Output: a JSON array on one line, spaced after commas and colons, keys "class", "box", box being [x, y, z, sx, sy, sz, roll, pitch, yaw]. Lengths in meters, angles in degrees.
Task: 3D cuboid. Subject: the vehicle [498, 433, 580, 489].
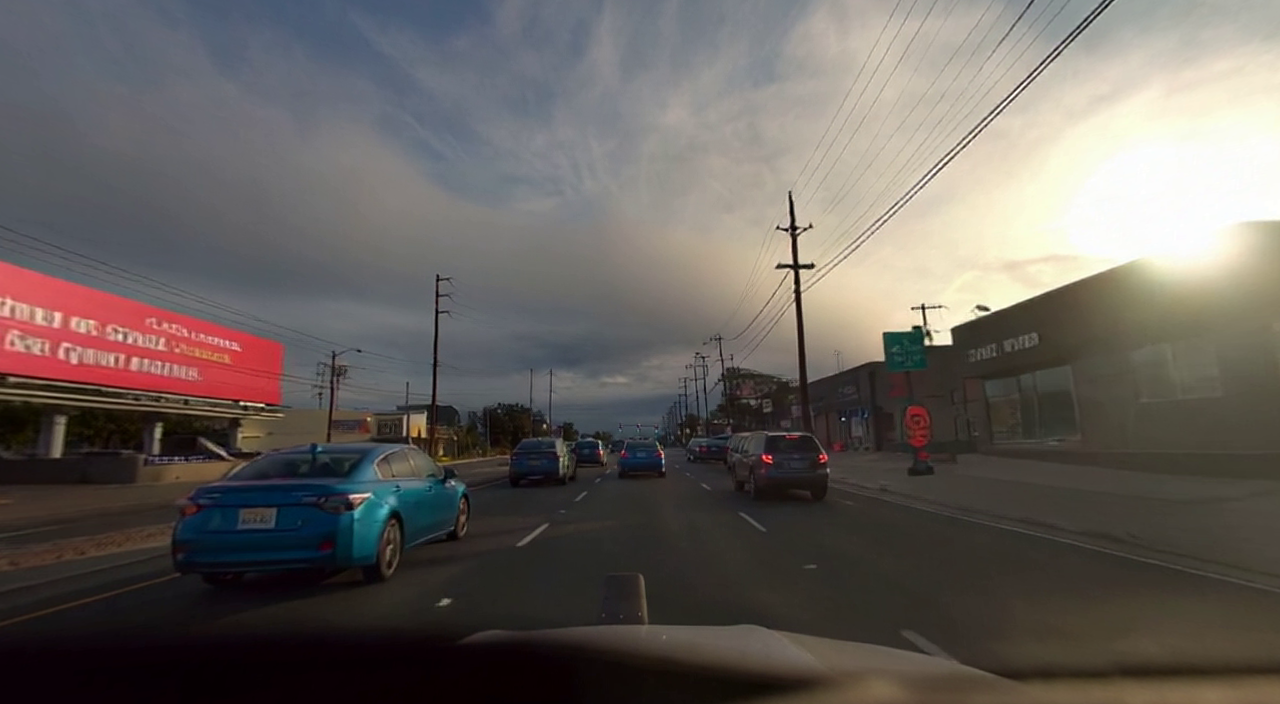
[{"class": "vehicle", "box": [-3.233, 3.573, 21.017, 2.051, 1.671, 3.861, 0, -8, 0]}]

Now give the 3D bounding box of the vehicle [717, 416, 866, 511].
[{"class": "vehicle", "box": [3.361, 2.612, 15.265, 2.282, 1.897, 4.915, 0, -8, -1]}]

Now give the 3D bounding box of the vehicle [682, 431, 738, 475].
[{"class": "vehicle", "box": [3.208, 4.724, 29.809, 2.026, 1.904, 4.102, 0, -8, -2]}]

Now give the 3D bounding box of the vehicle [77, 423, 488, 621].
[{"class": "vehicle", "box": [-3.299, 1.641, 7.161, 2.022, 1.498, 4.471, 0, -8, 0]}]

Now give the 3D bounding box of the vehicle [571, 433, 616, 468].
[{"class": "vehicle", "box": [-2.827, 6.195, 39.947, 2.405, 2.009, 5.909, 0, -8, 0]}]

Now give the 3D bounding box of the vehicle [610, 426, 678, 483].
[{"class": "vehicle", "box": [0.109, 3.815, 23.700, 2.326, 1.925, 4.253, 0, -8, -1]}]
